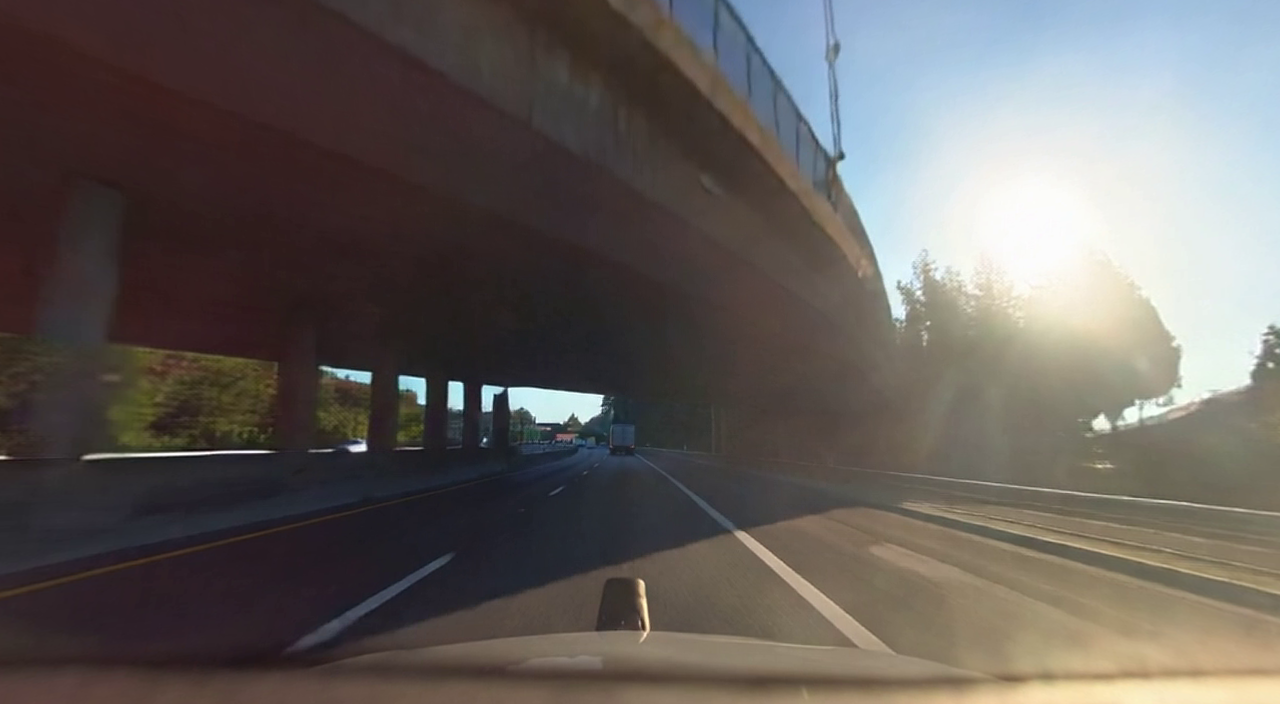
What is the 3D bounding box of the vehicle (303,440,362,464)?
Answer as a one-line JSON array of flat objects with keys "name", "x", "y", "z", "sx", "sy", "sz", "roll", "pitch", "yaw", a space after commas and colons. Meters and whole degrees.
[{"name": "vehicle", "x": -20.100, "y": 6.559, "z": 41.371, "sx": 1.769, "sy": 1.475, "sz": 4.161, "roll": 0, "pitch": -9, "yaw": 0}]
